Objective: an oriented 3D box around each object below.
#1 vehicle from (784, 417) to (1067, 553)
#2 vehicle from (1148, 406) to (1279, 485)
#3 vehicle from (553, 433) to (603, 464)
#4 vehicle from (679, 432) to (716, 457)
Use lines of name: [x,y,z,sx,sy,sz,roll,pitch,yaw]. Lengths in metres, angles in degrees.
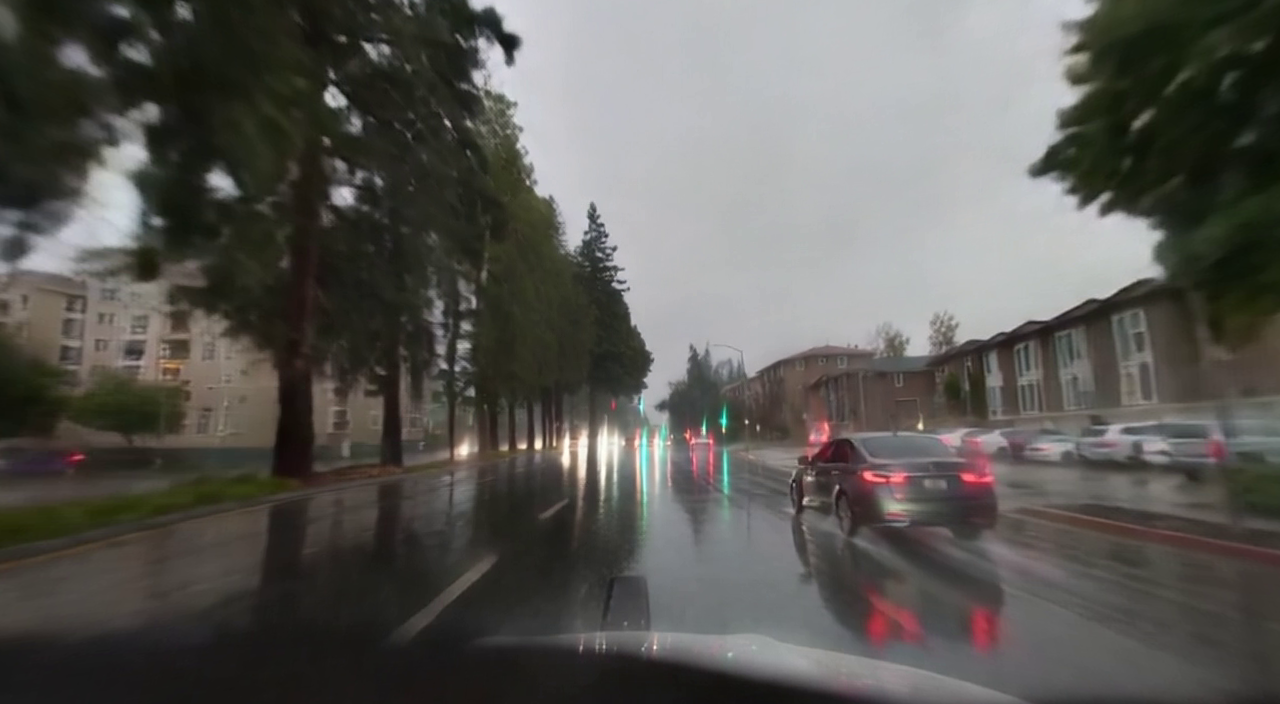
vehicle: [3.748,1.836,9.438,2.128,1.502,4.572,0,-8,1]
vehicle: [15.666,2.305,15.540,4.410,1.795,2.078,0,-8,-1]
vehicle: [-3.205,5.121,33.477,2.049,1.485,4.656,0,-8,1]
vehicle: [3.975,6.484,44.307,2.137,1.646,4.488,0,-8,0]
